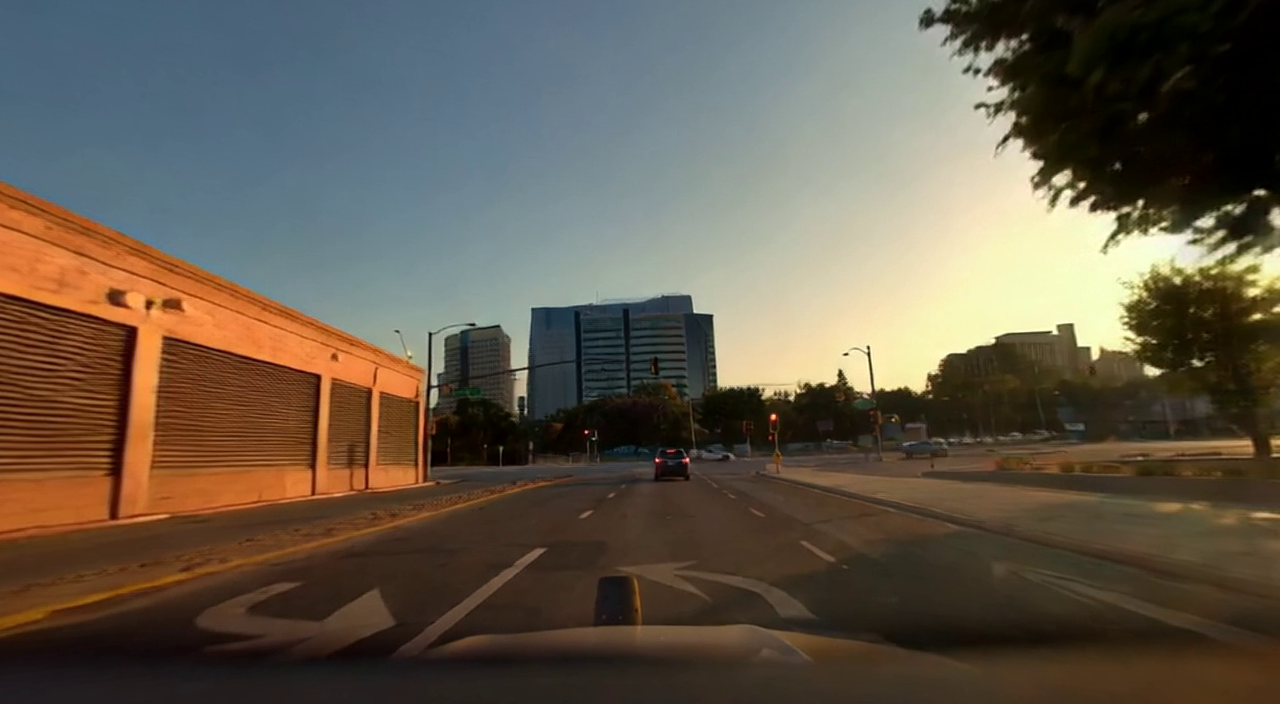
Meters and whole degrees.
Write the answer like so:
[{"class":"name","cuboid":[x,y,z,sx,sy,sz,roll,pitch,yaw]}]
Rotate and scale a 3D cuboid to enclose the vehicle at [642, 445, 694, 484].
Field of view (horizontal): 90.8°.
[{"class":"vehicle","cuboid":[1.292,5.230,29.577,2.218,1.657,4.551,-1,-9,2]}]
